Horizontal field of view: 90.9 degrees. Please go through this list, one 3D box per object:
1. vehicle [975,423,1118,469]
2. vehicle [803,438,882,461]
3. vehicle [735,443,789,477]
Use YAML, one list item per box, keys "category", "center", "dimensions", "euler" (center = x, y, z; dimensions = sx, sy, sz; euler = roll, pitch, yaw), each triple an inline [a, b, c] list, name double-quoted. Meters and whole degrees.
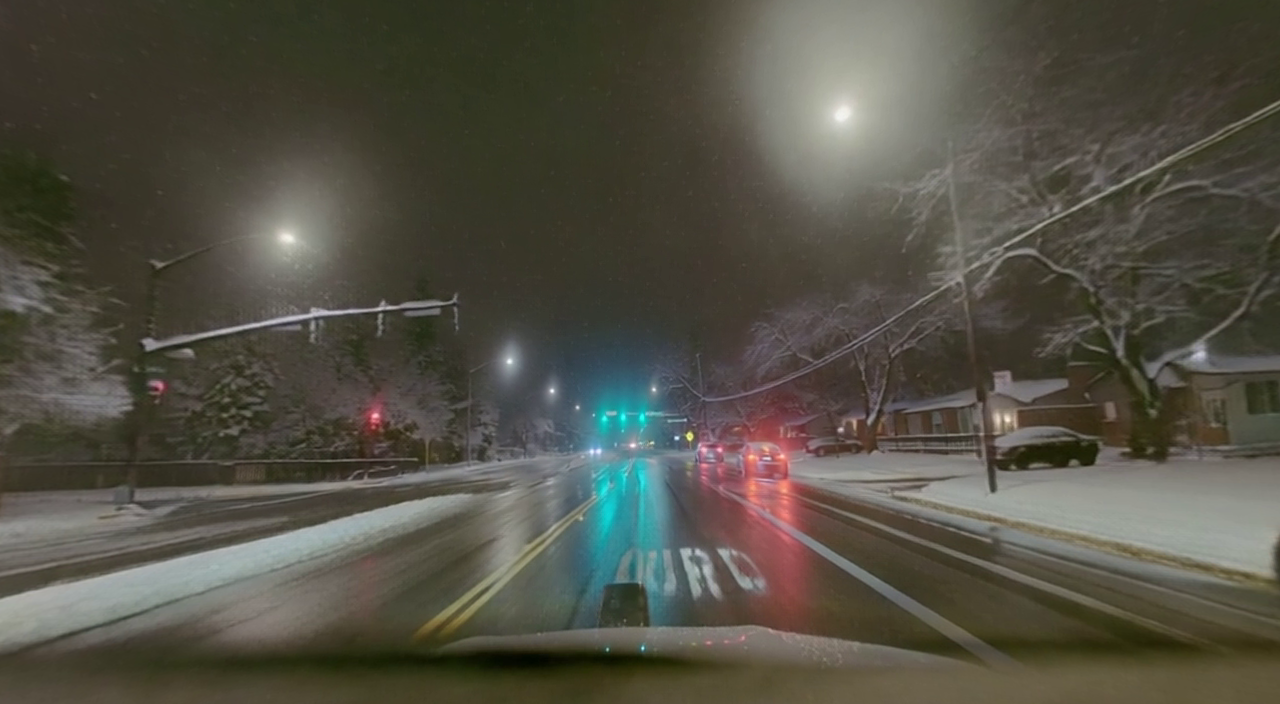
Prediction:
- category: "vehicle"
  center: [14.637, 3.402, 22.870]
  dimensions: [3.769, 1.598, 1.987]
  euler: [0, -8, 1]
- category: "vehicle"
  center: [13.111, 6.328, 40.983]
  dimensions: [4.461, 1.461, 1.805]
  euler: [0, -8, 0]
- category: "vehicle"
  center: [5.889, 5.248, 30.999]
  dimensions: [1.855, 1.520, 4.808]
  euler: [0, -8, 2]
